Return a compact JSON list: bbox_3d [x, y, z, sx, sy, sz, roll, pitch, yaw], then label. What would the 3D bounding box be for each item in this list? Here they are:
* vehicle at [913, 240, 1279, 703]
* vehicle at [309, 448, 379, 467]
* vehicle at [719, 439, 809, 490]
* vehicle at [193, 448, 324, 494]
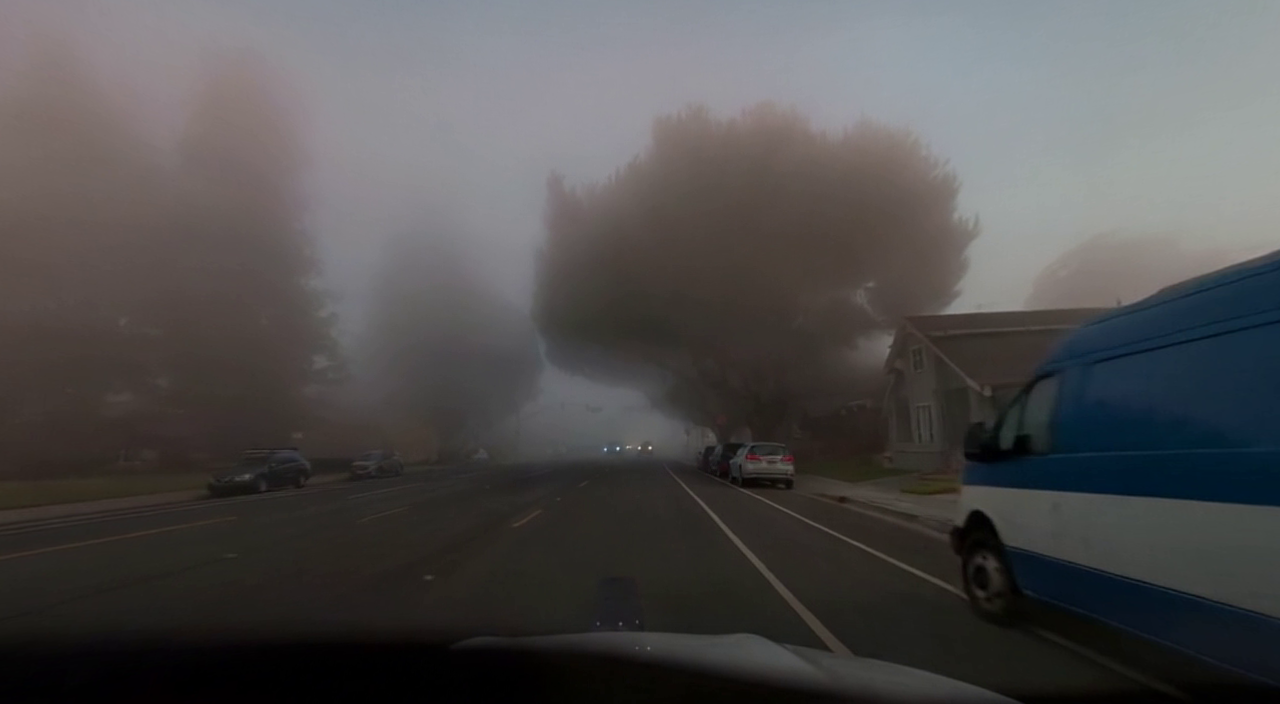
[{"bbox_3d":[3.857,0.730,3.164,2.521,2.168,5.478,0,-9,0],"label":"vehicle"},{"bbox_3d":[-22.251,7.943,47.592,4.397,1.423,1.789,-1,-9,2],"label":"vehicle"},{"bbox_3d":[3.908,3.639,20.740,1.956,1.468,4.524,0,-9,-1],"label":"vehicle"},{"bbox_3d":[-14.149,4.398,23.851,1.923,1.535,4.862,0,-8,0],"label":"vehicle"}]
